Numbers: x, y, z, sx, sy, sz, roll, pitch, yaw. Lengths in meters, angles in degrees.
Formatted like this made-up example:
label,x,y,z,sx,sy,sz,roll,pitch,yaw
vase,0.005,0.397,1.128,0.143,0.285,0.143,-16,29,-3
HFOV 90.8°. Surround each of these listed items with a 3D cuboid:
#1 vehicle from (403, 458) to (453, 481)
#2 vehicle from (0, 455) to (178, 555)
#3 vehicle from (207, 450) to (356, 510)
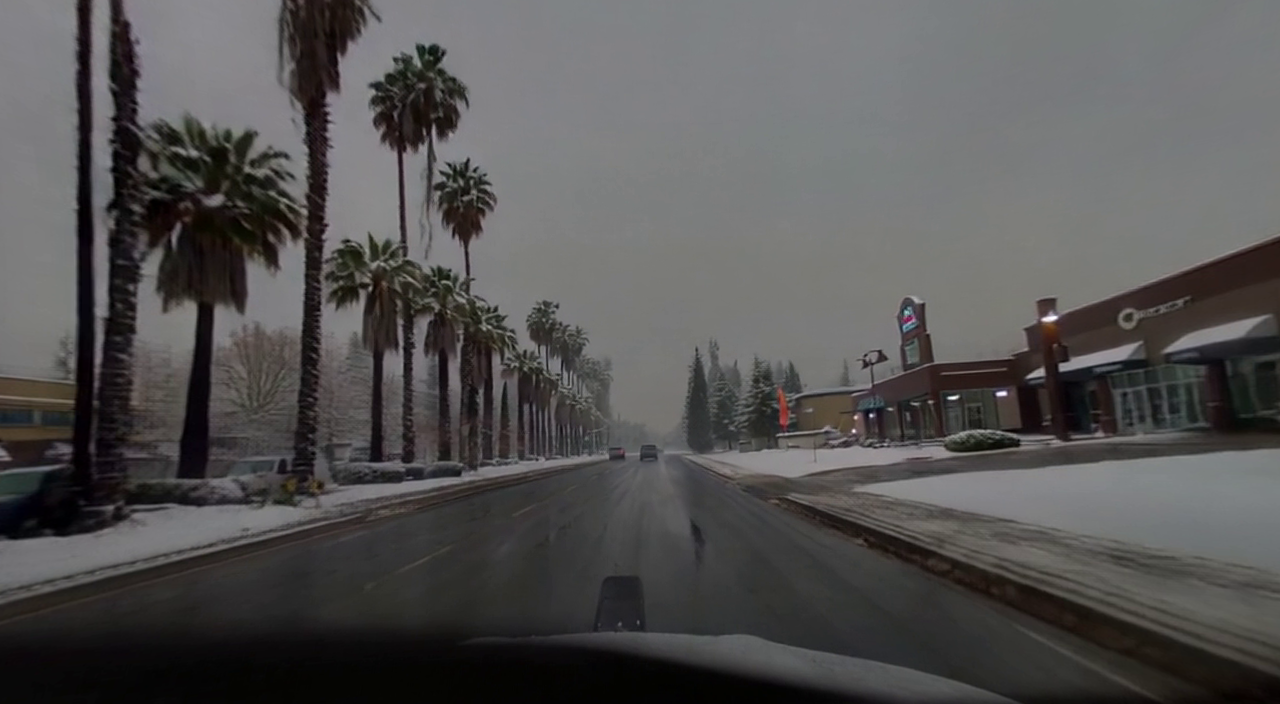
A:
label,x,y,z,sx,sy,sz,roll,pitch,yaw
vehicle,-15.340,8.507,45.927,1.940,1.492,4.495,0,-8,1
vehicle,-12.525,3.062,13.255,2.199,1.696,4.440,0,-8,1
vehicle,-12.433,4.422,22.421,2.306,1.807,4.927,0,-8,1
